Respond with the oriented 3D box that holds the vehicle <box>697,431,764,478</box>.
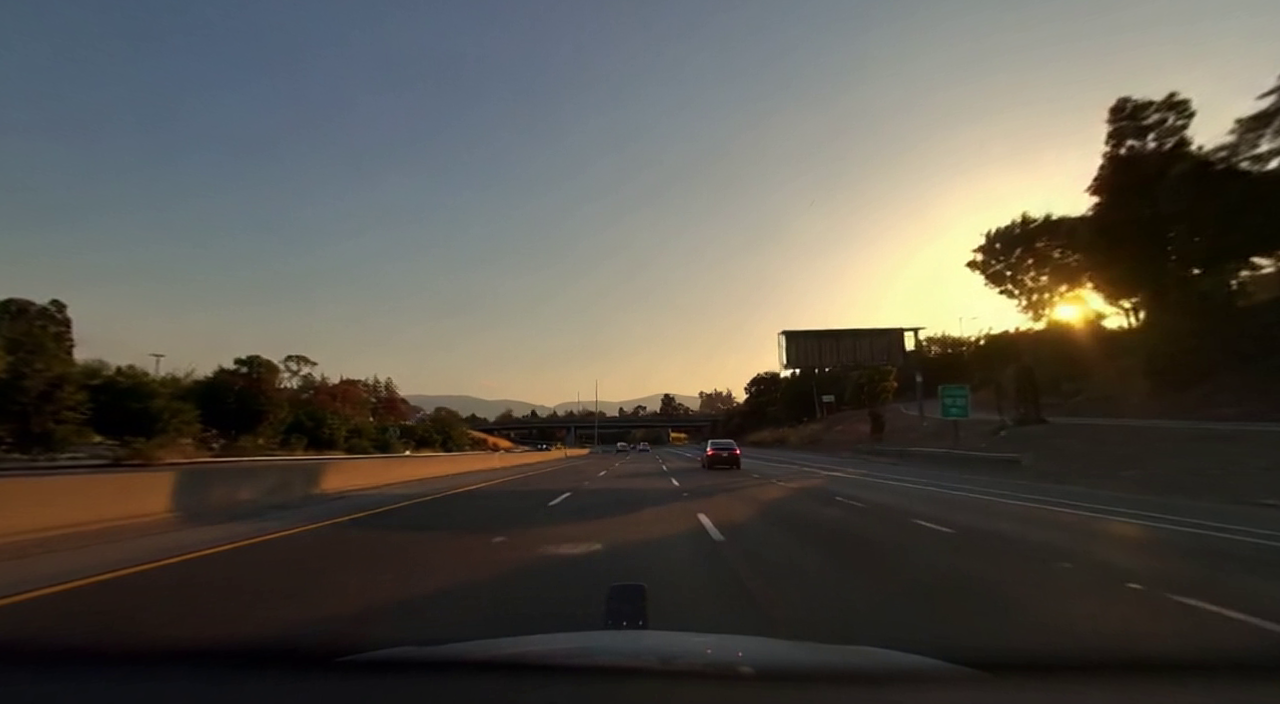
[{"bbox_3d":[3.590,4.170,25.850,2.039,1.701,4.834,0,-8,0],"label":"vehicle"}]
